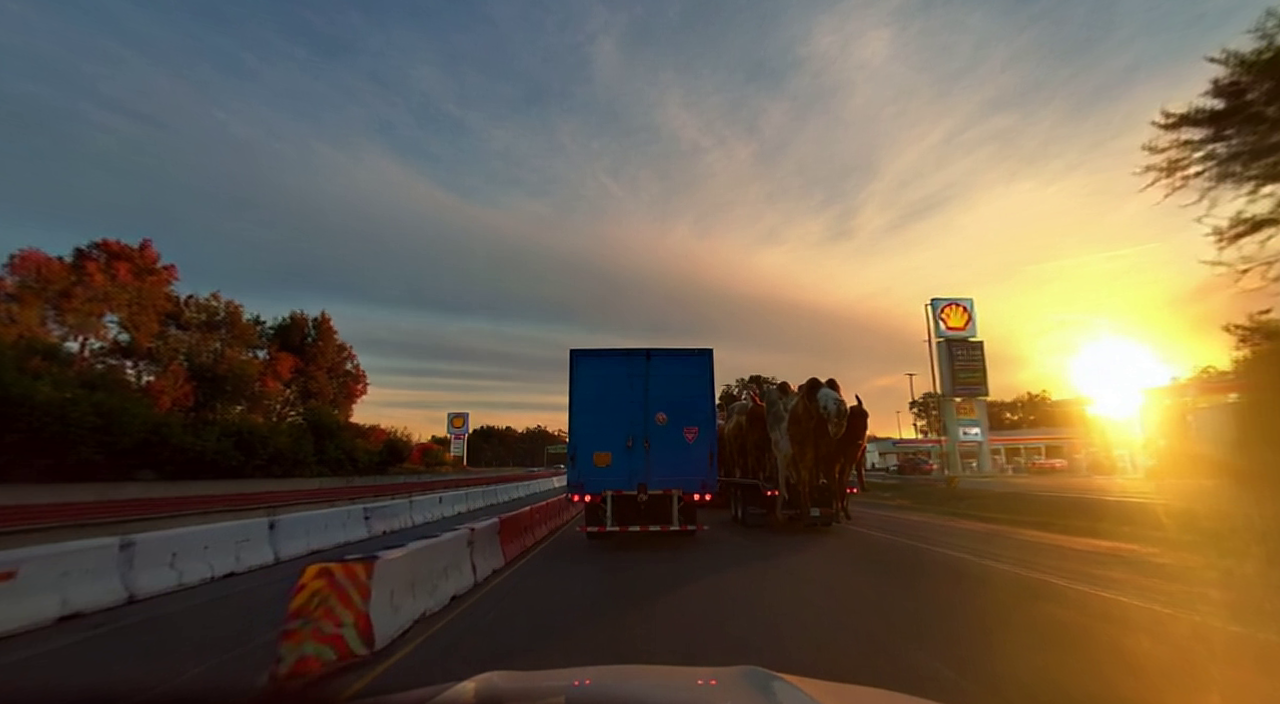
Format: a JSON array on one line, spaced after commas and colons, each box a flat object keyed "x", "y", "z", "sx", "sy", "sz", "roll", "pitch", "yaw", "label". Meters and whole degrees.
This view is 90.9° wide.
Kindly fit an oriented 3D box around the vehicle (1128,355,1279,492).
[{"x": 20.836, "y": 1.999, "z": 18.113, "sx": 2.771, "sy": 4.075, "sz": 13.513, "roll": 1, "pitch": -11, "yaw": 0, "label": "vehicle"}]

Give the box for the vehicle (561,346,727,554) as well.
[{"x": 0.040, "y": 2.334, "z": 14.495, "sx": 2.618, "sy": 3.306, "sz": 8.676, "roll": 1, "pitch": -10, "yaw": 0, "label": "vehicle"}]

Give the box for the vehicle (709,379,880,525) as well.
[{"x": 4.420, "y": 3.381, "z": 20.757, "sx": 2.936, "sy": 3.640, "sz": 9.443, "roll": 1, "pitch": -10, "yaw": -2, "label": "vehicle"}]

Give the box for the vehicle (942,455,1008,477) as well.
[{"x": 24.520, "y": 8.373, "z": 46.308, "sx": 1.762, "sy": 1.470, "sz": 4.485, "roll": 3, "pitch": -11, "yaw": -11, "label": "vehicle"}]
